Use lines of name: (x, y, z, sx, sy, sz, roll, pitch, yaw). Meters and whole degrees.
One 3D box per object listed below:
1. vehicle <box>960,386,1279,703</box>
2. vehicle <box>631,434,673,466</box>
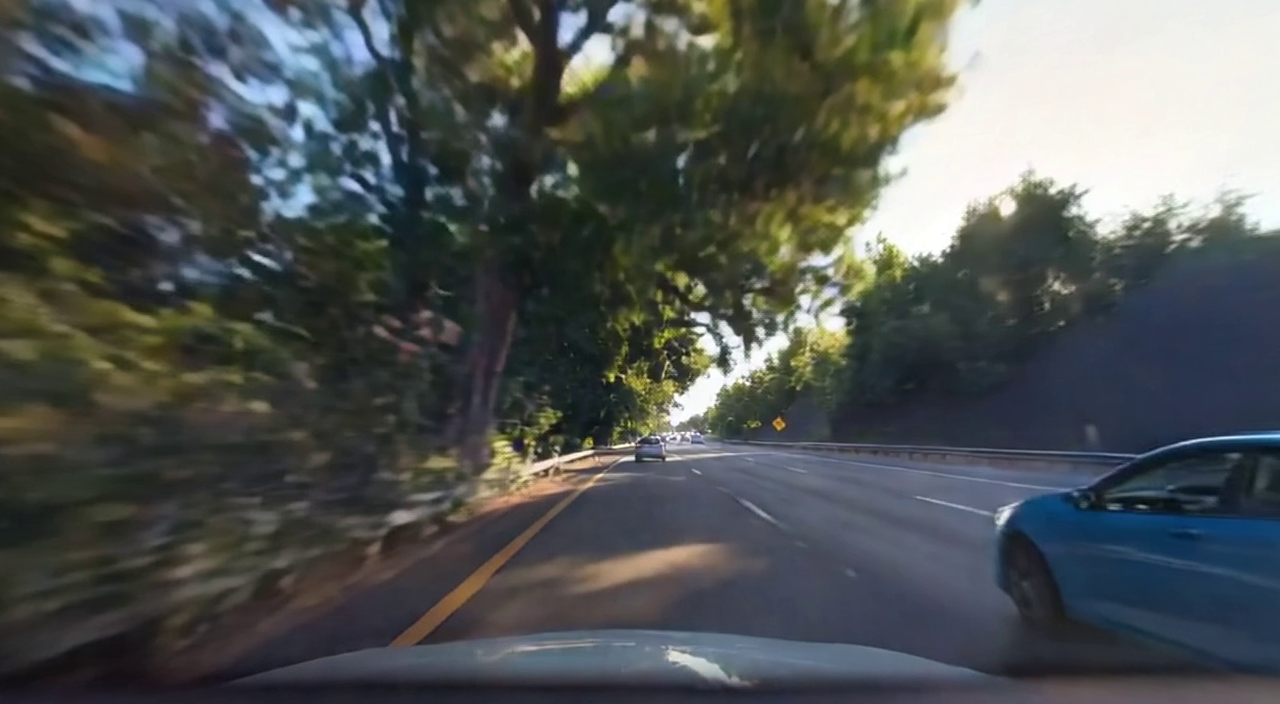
vehicle: (3.474, 0.888, 2.555, 1.981, 1.467, 4.459, 0, -8, 0)
vehicle: (0.578, 5.053, 32.723, 2.046, 1.526, 3.903, 0, -8, 0)
